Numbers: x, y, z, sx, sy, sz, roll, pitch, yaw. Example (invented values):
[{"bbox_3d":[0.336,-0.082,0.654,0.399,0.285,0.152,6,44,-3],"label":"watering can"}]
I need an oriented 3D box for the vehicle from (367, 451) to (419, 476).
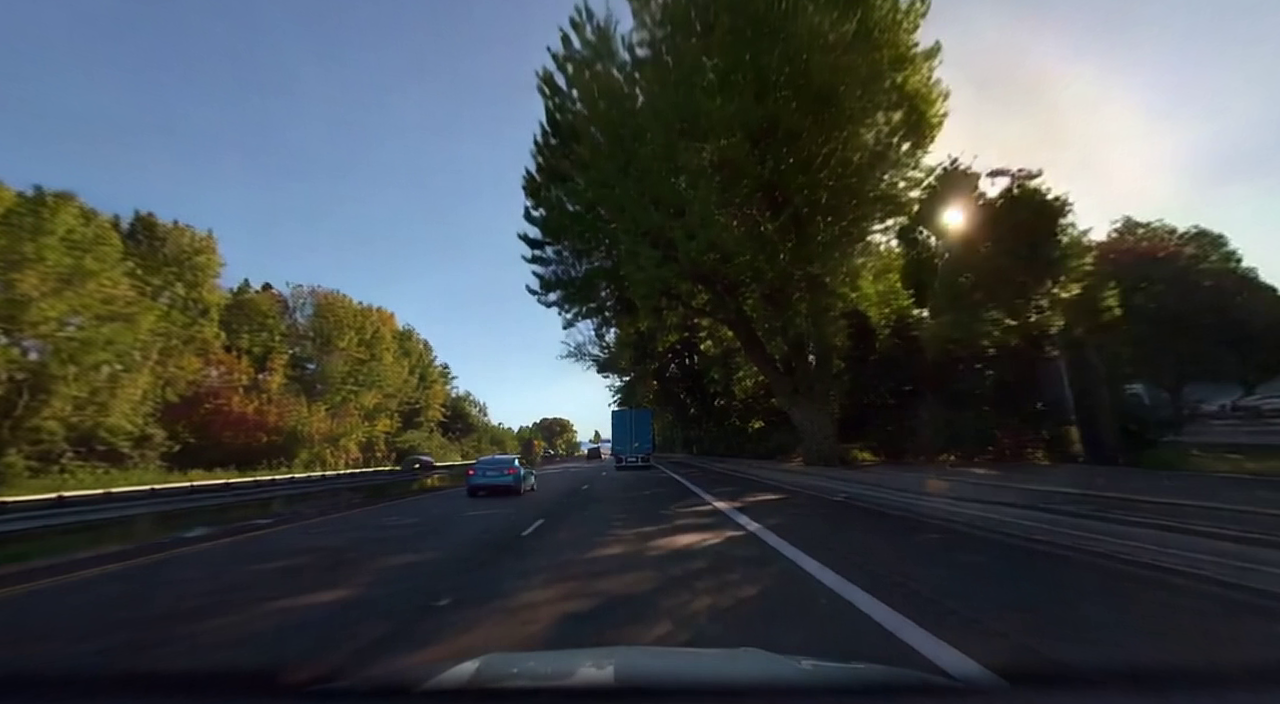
[{"bbox_3d":[-17.197,7.765,44.129,1.896,1.641,4.116,0,-9,0],"label":"vehicle"}]

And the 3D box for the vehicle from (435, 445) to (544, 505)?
[{"bbox_3d":[-4.074,3.406,17.869,1.968,1.460,4.227,0,-9,1],"label":"vehicle"}]
